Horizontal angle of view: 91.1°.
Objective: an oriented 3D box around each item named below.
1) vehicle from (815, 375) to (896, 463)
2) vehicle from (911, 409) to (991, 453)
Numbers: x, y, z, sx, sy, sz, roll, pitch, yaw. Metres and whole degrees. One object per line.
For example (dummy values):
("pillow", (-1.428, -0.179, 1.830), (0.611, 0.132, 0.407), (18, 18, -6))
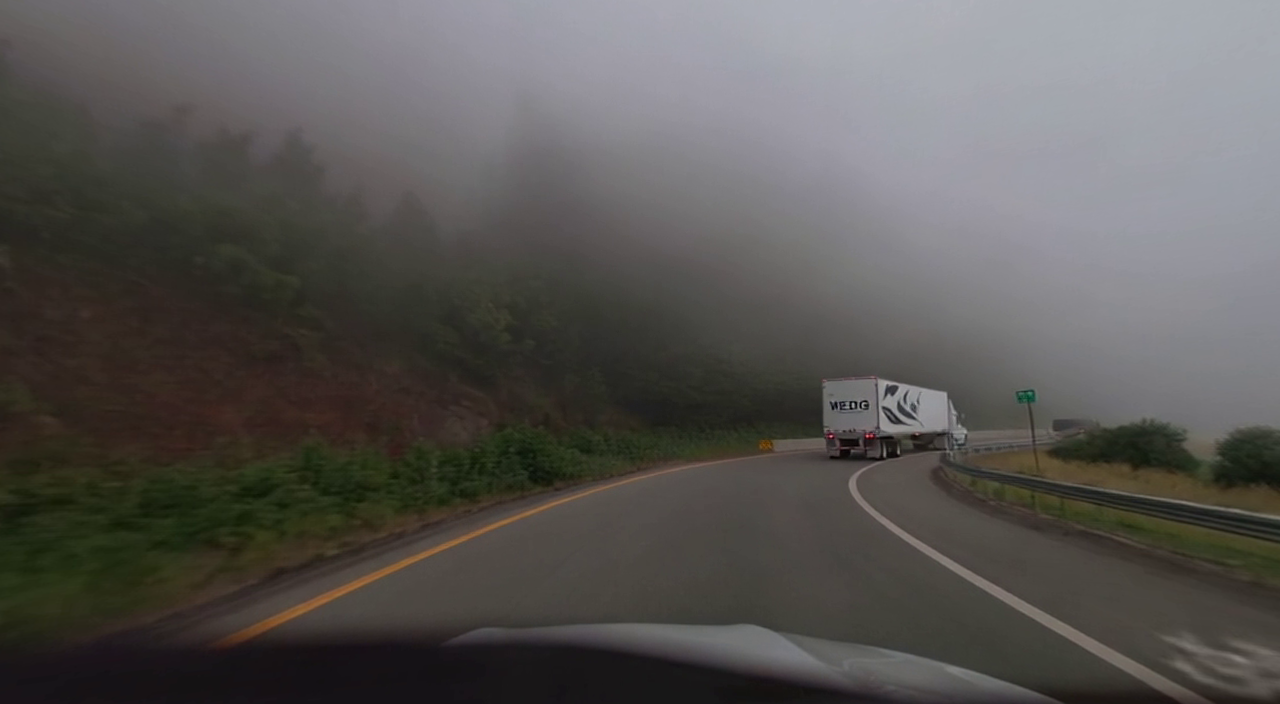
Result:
("vehicle", (10.018, 3.142, 29.085), (2.963, 3.771, 3.137), (-4, -9, 27))
("vehicle", (19.616, 4.994, 39.441), (6.650, 2.524, 2.120), (7, -11, -42))
